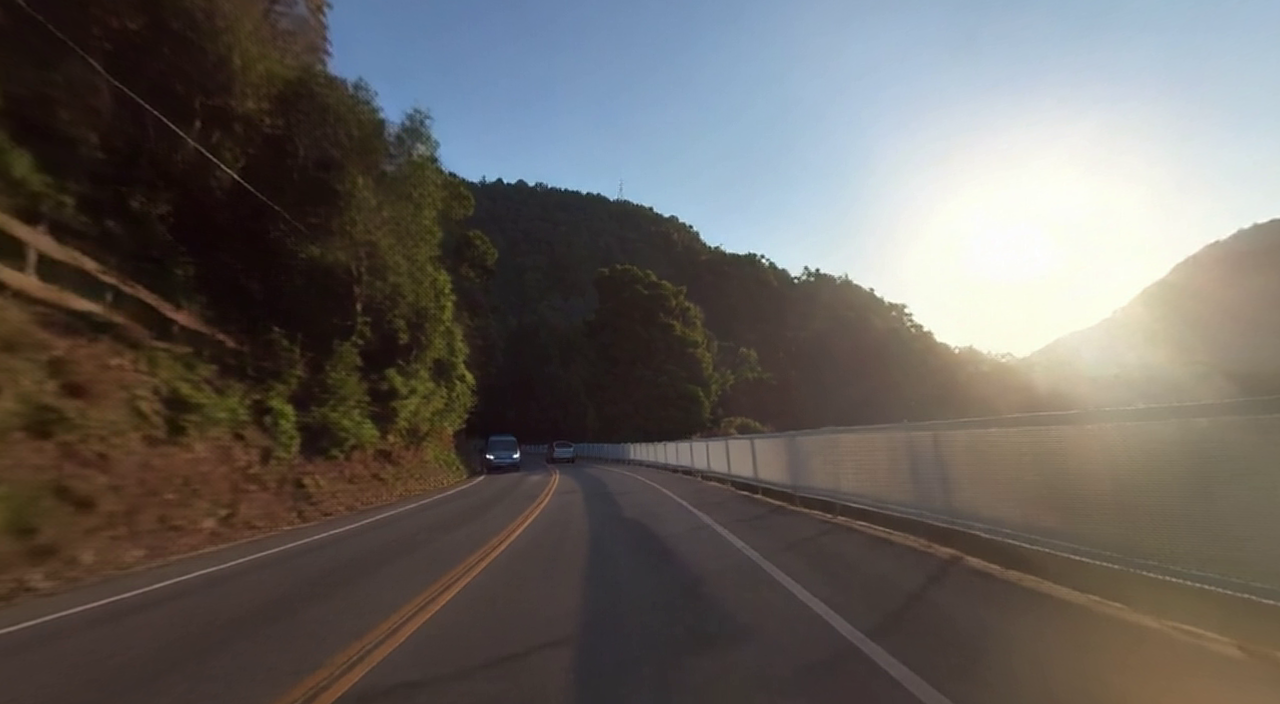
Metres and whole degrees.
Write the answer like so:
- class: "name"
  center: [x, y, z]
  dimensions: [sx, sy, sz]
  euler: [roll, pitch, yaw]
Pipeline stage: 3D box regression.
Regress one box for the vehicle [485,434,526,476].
- class: "vehicle"
  center: [-8.715, 6.619, 40.747]
  dimensions: [2.373, 2.488, 5.160]
  euler: [2, -9, -13]
